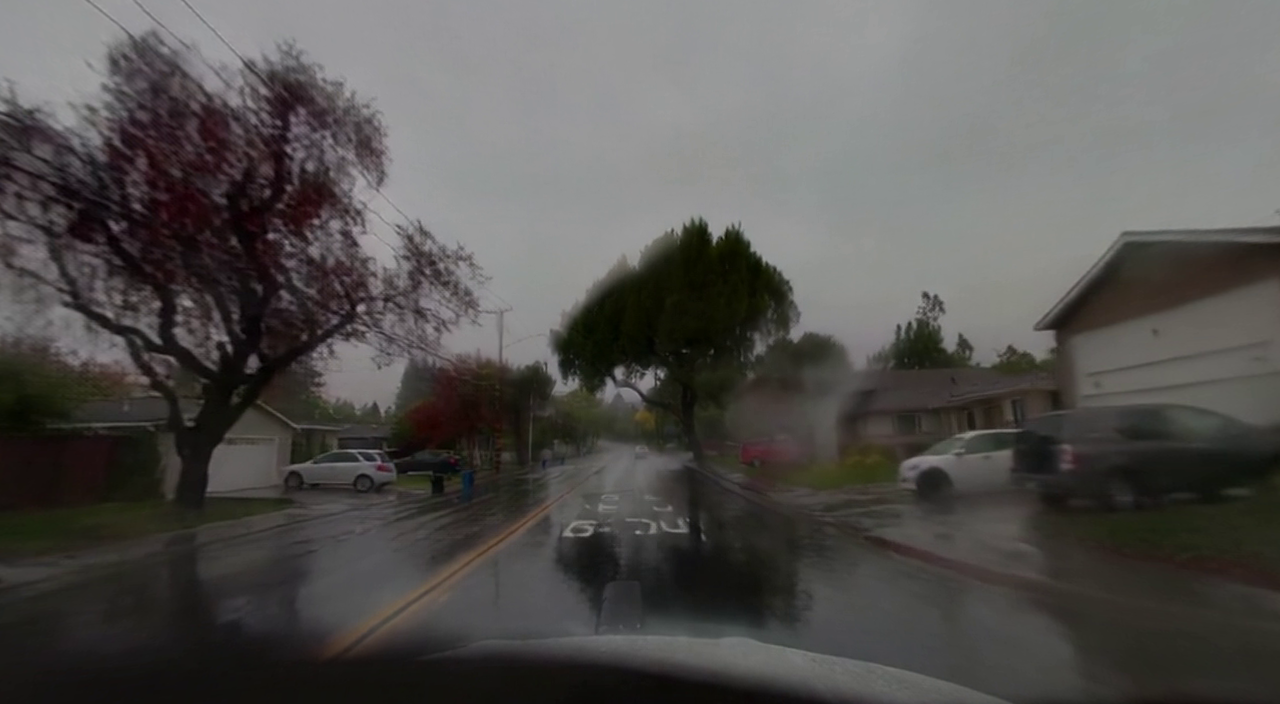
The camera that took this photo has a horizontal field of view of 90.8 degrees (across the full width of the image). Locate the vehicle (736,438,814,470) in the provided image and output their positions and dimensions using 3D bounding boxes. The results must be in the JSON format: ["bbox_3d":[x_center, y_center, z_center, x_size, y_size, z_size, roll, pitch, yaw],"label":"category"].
[{"bbox_3d":[7.573,5.749,35.647,3.846,1.725,1.920,0,-8,-4],"label":"vehicle"}]

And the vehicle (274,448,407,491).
[{"bbox_3d":[-11.852,4.662,25.206,4.243,1.598,2.003,-1,-8,3],"label":"vehicle"}]

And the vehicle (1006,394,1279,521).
[{"bbox_3d":[9.376,1.815,11.172,4.557,2.012,1.917,0,-8,-3],"label":"vehicle"}]
